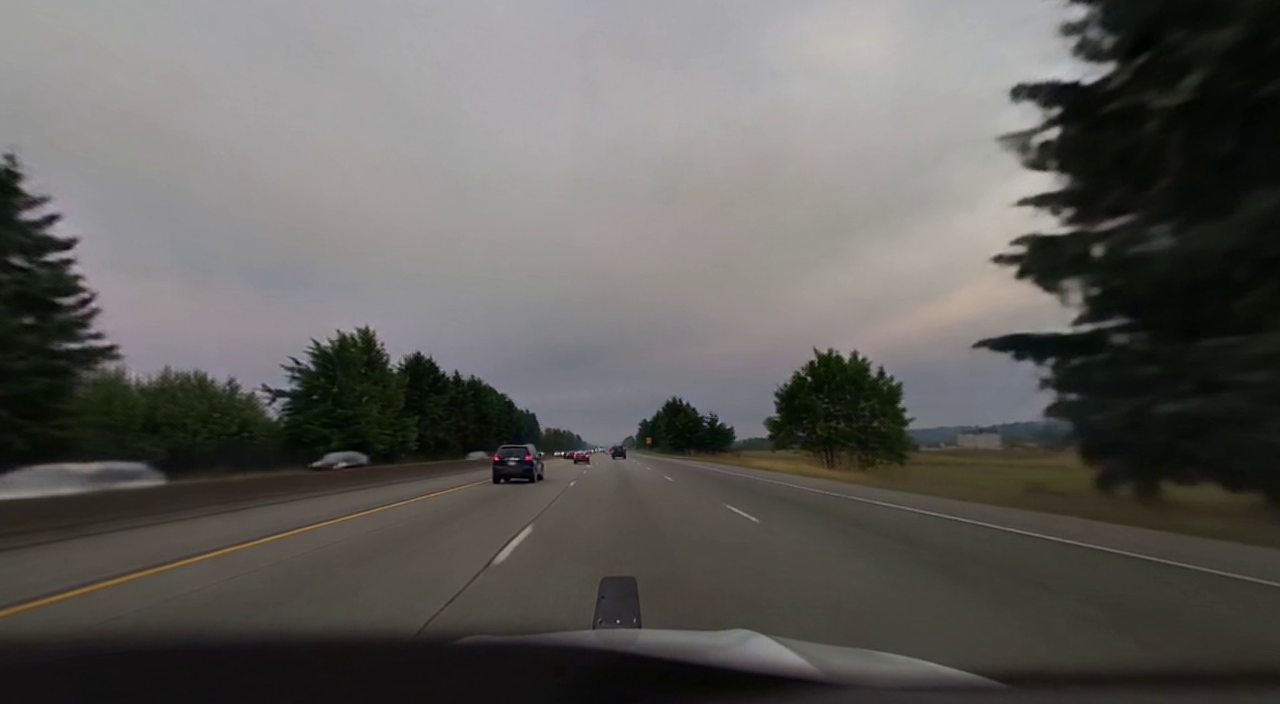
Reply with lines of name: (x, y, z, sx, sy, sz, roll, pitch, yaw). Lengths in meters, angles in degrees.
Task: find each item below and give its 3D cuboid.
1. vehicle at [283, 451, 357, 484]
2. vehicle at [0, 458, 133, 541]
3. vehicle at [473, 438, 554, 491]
vehicle: (-17.698, 6.387, 34.904, 1.929, 1.643, 4.311, 0, -9, -2)
vehicle: (-13.078, 3.000, 12.974, 1.860, 1.507, 3.987, 0, -9, -2)
vehicle: (-4.402, 3.975, 22.529, 2.151, 1.693, 4.201, 0, -9, -2)
